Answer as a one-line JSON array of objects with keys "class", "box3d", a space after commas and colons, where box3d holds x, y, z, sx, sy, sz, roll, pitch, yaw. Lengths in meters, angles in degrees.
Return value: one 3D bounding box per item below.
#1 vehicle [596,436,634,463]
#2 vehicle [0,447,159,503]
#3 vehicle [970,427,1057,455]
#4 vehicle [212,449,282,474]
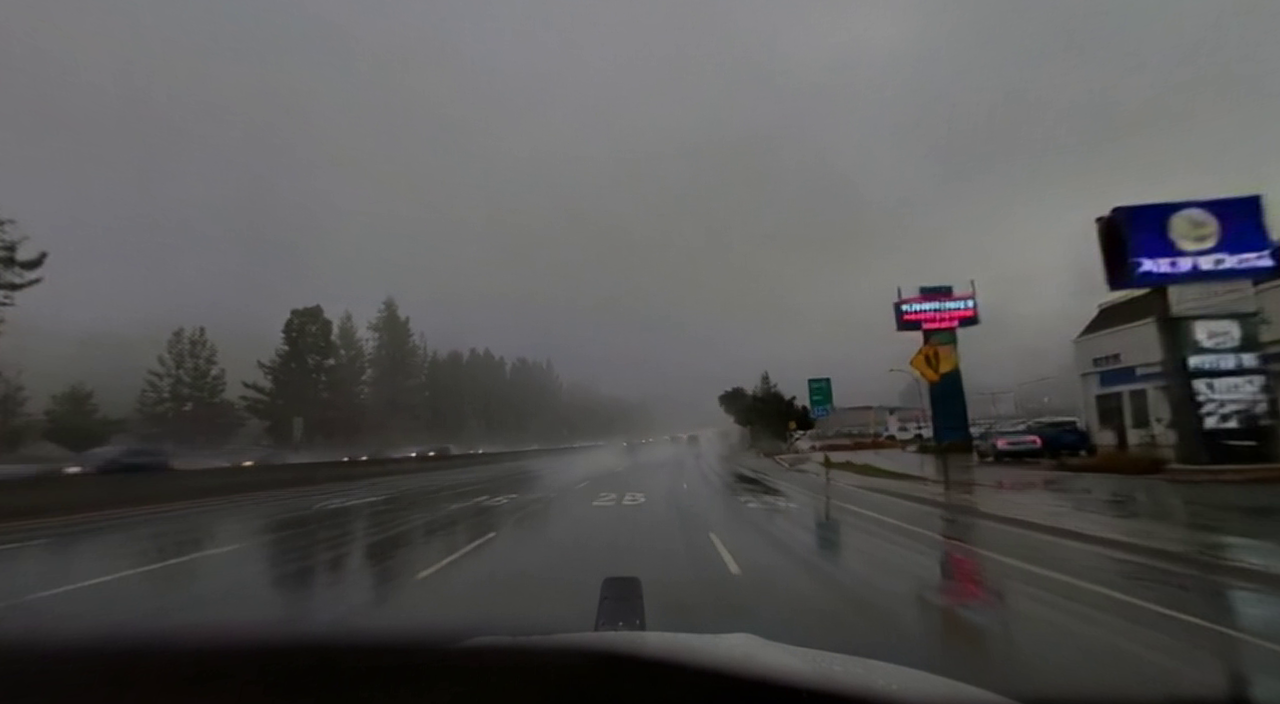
[{"class": "vehicle", "box3d": [-1.669, 6.827, 44.411, 2.139, 1.782, 4.079, -1, -8, 5]}, {"class": "vehicle", "box3d": [-18.631, 3.919, 20.655, 1.972, 1.610, 4.607, -1, -8, 3]}, {"class": "vehicle", "box3d": [22.607, 5.399, 38.383, 4.317, 1.504, 1.884, -7, -9, 28]}, {"class": "vehicle", "box3d": [-27.922, 7.784, 45.059, 1.866, 1.614, 4.396, -1, -8, 4]}]
